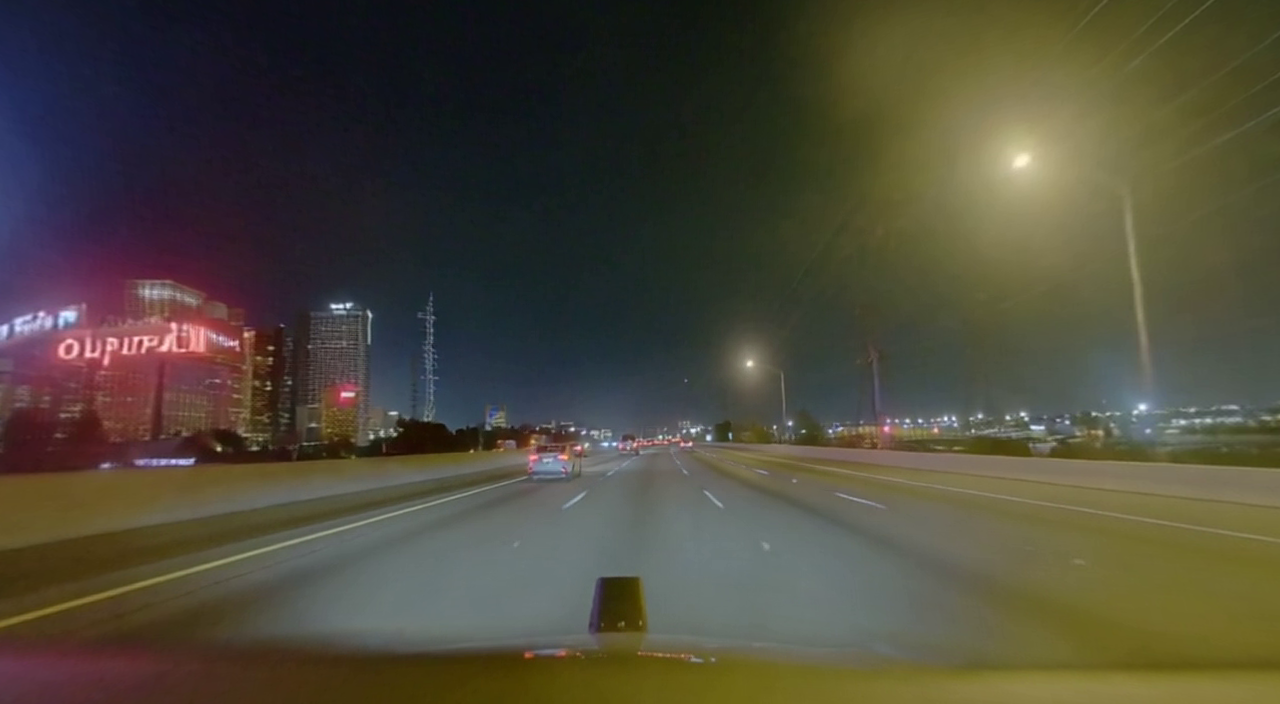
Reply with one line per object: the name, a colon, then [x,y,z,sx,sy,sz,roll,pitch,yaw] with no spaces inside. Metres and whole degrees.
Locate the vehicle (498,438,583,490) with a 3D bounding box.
vehicle: [-2.983,3.457,19.768,1.891,1.444,3.968,-1,-8,2]
